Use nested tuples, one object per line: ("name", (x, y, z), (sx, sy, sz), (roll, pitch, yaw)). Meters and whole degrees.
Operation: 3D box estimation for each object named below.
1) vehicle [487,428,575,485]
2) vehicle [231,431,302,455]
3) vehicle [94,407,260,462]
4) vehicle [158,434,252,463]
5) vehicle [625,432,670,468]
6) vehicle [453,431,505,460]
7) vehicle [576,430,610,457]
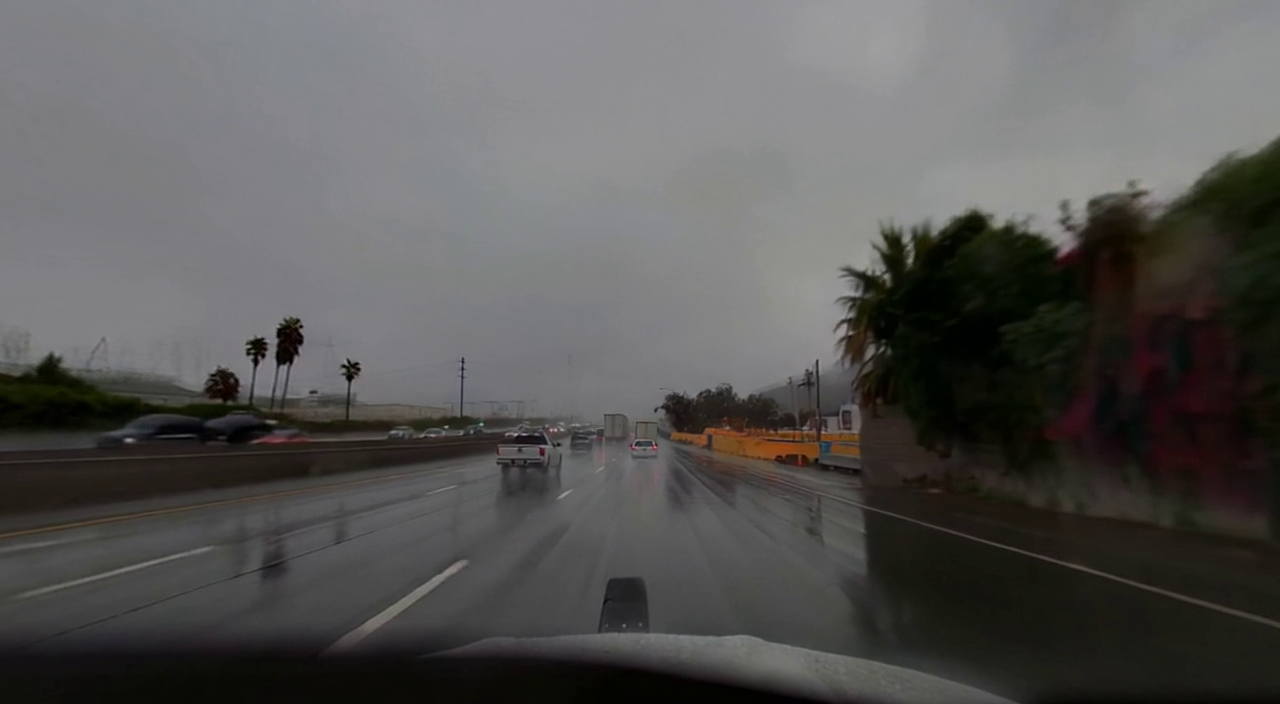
("vehicle", (-3.557, 3.516, 21.535), (2.108, 1.740, 4.549), (0, -8, 1))
("vehicle", (-28.353, 6.929, 48.071), (2.126, 1.730, 4.934), (-1, -8, 4))
("vehicle", (-28.825, 5.304, 40.090), (2.994, 3.011, 9.506), (-1, -8, 3))
("vehicle", (-24.248, 5.384, 35.377), (2.036, 1.490, 4.375), (-1, -8, 2))
("vehicle", (0.352, 4.957, 31.921), (2.136, 1.678, 4.052), (0, -8, 0))
("vehicle", (-10.698, 6.259, 42.250), (2.104, 1.818, 4.721), (0, -8, 2))
("vehicle", (-3.543, 7.081, 48.734), (2.203, 1.958, 4.848), (0, -8, 1))
